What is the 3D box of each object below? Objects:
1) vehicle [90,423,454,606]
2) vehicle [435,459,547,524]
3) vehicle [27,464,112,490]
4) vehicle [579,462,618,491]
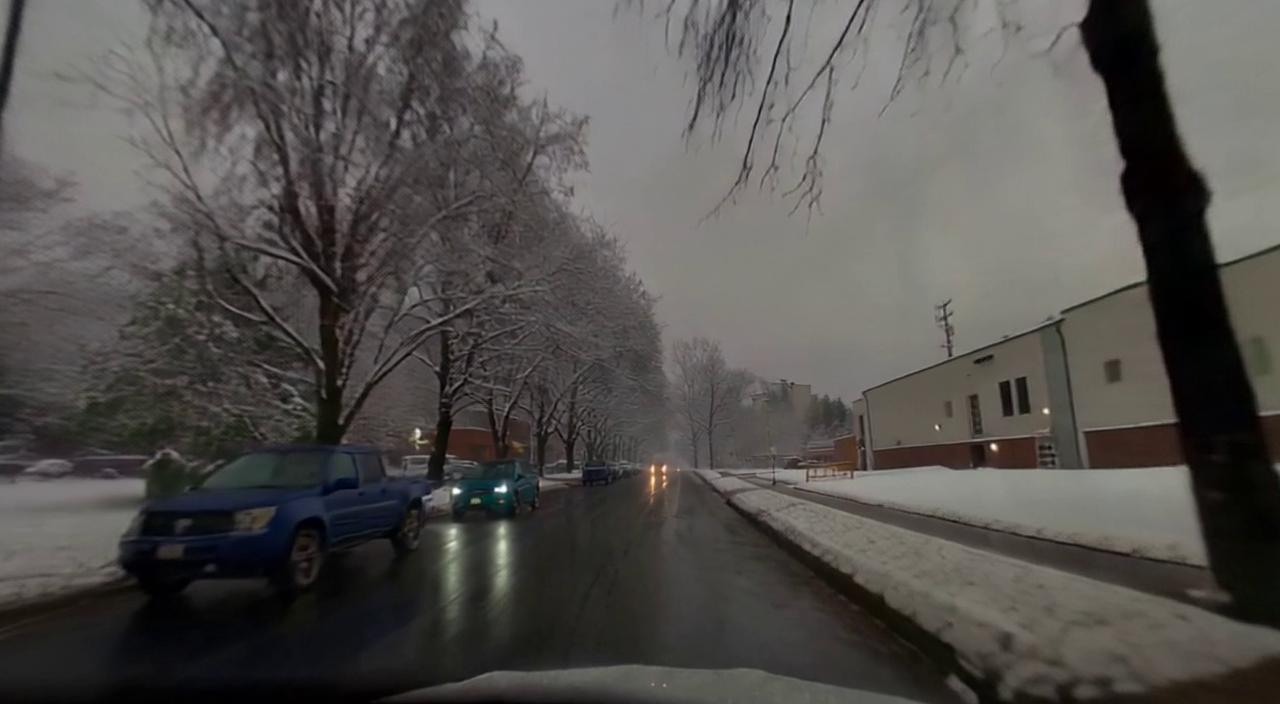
[{"bbox_3d":[-4.375,2.028,8.670,2.022,1.776,4.625,-2,-10,3],"label":"vehicle"},{"bbox_3d":[-4.009,3.835,17.762,1.903,1.542,4.115,-2,-10,4],"label":"vehicle"},{"bbox_3d":[-32.313,7.078,35.788,1.590,1.392,3.279,0,-11,1],"label":"vehicle"},{"bbox_3d":[-2.522,7.656,38.941,2.011,1.596,3.760,-1,-10,2],"label":"vehicle"}]
